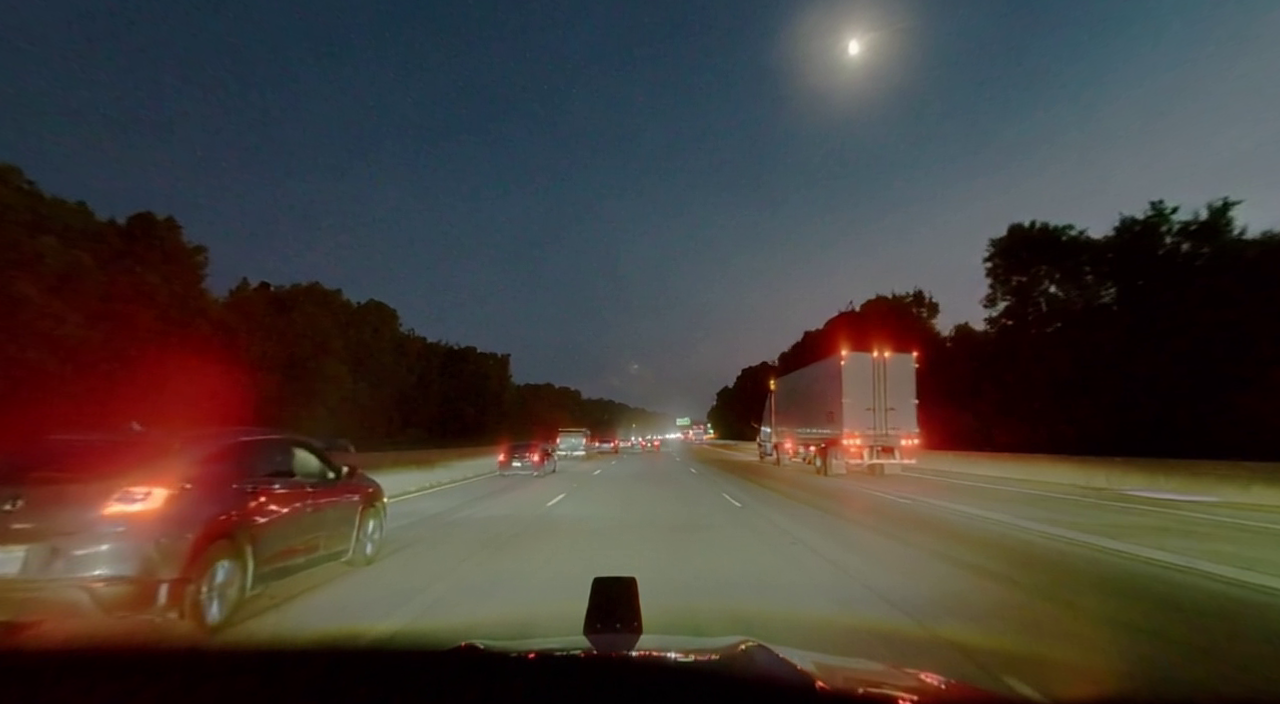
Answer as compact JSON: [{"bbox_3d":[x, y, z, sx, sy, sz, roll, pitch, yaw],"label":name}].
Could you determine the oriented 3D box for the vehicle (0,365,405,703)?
[{"bbox_3d":[-3.576,1.135,4.510,2.137,1.618,4.209,0,-8,0],"label":"vehicle"}]

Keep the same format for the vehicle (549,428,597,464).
[{"bbox_3d":[-3.515,4.998,33.727,2.064,1.826,4.263,0,-8,1],"label":"vehicle"}]

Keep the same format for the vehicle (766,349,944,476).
[{"bbox_3d":[8.326,2.883,27.400,2.866,4.100,14.057,0,-8,0],"label":"vehicle"}]

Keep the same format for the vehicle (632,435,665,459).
[{"bbox_3d":[0.544,6.086,40.609,2.004,1.465,3.842,0,-8,0],"label":"vehicle"}]

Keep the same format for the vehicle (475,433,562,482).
[{"bbox_3d":[-3.951,3.477,21.198,2.013,1.460,4.027,0,-8,1],"label":"vehicle"}]
